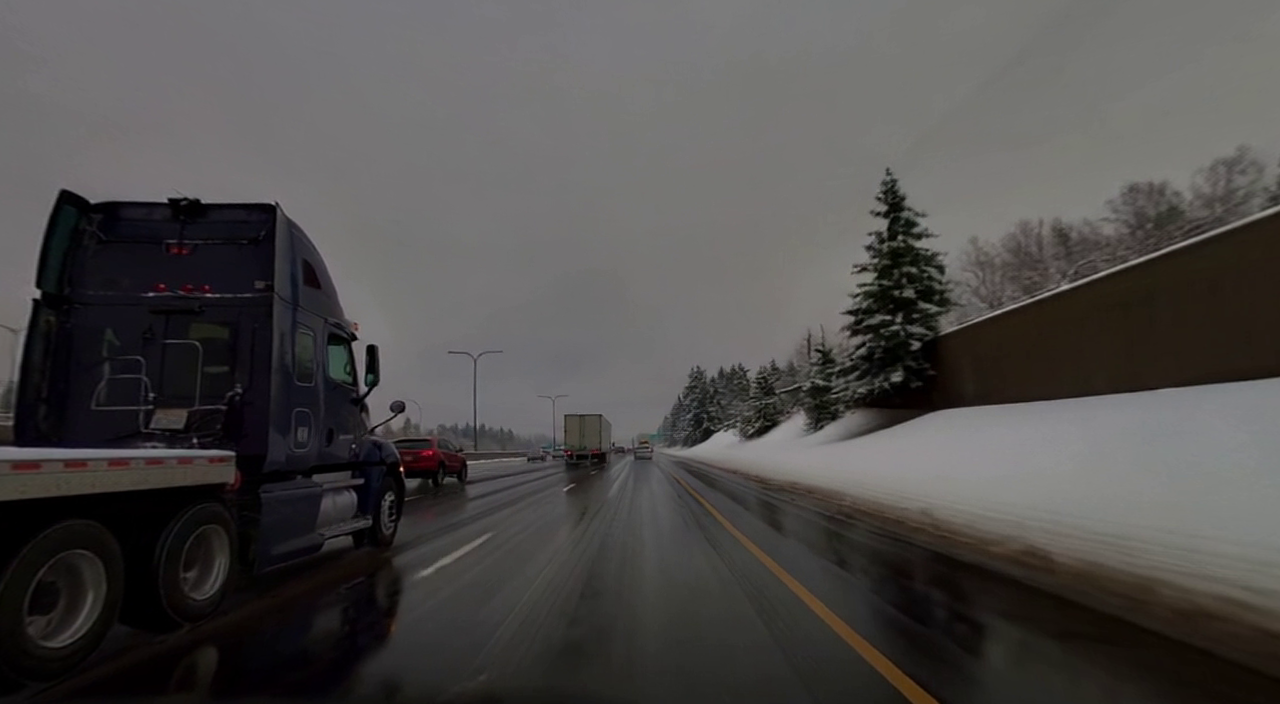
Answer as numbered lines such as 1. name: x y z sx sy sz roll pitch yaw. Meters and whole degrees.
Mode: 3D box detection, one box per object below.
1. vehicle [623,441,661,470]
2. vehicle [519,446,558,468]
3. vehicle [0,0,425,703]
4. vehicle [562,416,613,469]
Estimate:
1. vehicle: 0.136 6.219 37.919 2.178 1.640 4.071 0 -9 1
2. vehicle: -7.187 7.455 44.929 1.962 1.489 4.002 0 -9 1
3. vehicle: -3.669 0.013 1.307 3.025 3.266 9.256 0 -9 1
4. vehicle: -3.546 6.488 44.857 2.956 3.331 9.575 0 -9 -1
